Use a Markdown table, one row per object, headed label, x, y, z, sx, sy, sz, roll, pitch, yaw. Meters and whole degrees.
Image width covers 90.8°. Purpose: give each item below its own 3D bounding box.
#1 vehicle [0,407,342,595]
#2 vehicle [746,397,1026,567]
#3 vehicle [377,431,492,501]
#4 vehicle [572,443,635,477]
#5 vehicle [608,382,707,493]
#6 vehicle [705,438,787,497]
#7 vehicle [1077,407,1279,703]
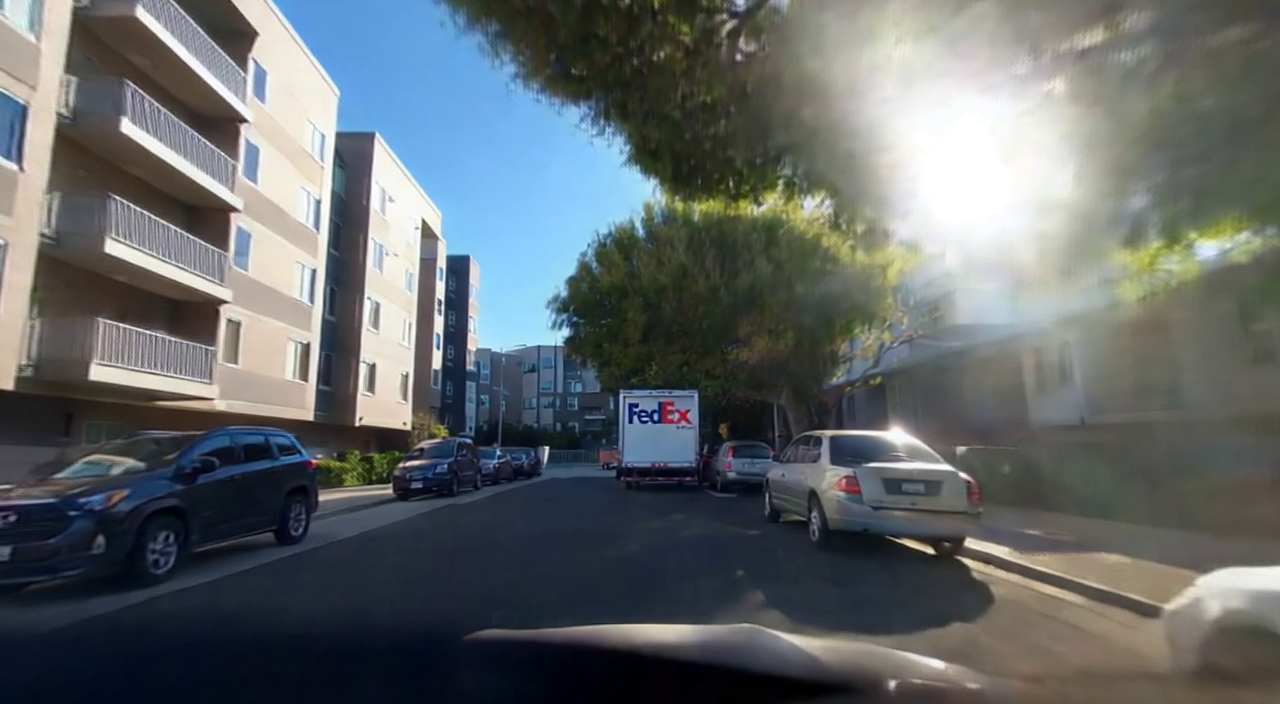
| label | x | y | z | sx | sy | sz | roll | pitch | yaw |
| --- | --- | --- | --- | --- | --- | --- | --- | --- | --- |
| vehicle | -5.963 | 1.729 | 8.187 | 2.089 | 1.757 | 4.256 | 0 | -8 | 0 |
| vehicle | 3.378 | 1.939 | 10.309 | 2.221 | 1.991 | 5.564 | 0 | -8 | -1 |
| vehicle | -6.077 | 3.413 | 19.381 | 2.020 | 1.867 | 4.654 | 0 | -8 | -1 |
| vehicle | -1.676 | 5.137 | 30.405 | 1.981 | 1.500 | 3.992 | -2 | -9 | 13 |
| vehicle | 0.412 | 3.143 | 22.941 | 2.930 | 3.275 | 8.180 | 0 | -8 | -1 |
| vehicle | 3.195 | 3.550 | 19.809 | 1.868 | 1.623 | 3.815 | 0 | -8 | 0 |
| vehicle | 3.384 | 0.795 | 1.261 | 1.877 | 1.500 | 4.407 | 0 | -8 | 0 |
